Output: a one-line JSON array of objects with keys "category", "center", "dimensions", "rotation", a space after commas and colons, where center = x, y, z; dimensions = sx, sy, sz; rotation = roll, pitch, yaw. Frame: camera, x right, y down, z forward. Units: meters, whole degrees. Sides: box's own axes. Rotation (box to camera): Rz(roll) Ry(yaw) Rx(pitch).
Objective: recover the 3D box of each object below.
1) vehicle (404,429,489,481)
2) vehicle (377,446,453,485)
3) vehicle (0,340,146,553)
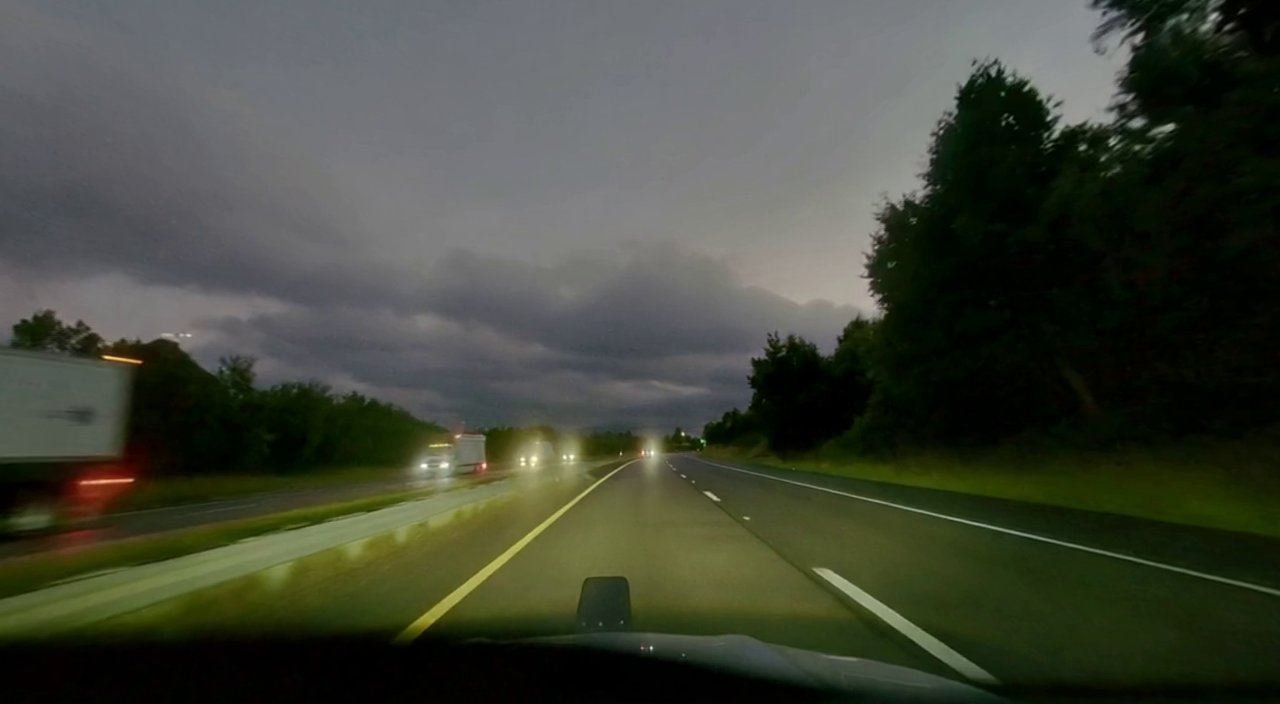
[{"category": "vehicle", "center": [-12.628, 6.850, 42.148], "dimensions": [2.692, 3.025, 8.751], "rotation": [0, -9, 1]}, {"category": "vehicle", "center": [-12.691, 6.406, 35.979], "dimensions": [2.498, 2.023, 4.871], "rotation": [0, -9, 0]}, {"category": "vehicle", "center": [-13.052, 1.447, 9.628], "dimensions": [2.990, 3.800, 9.717], "rotation": [0, -9, 0]}]
